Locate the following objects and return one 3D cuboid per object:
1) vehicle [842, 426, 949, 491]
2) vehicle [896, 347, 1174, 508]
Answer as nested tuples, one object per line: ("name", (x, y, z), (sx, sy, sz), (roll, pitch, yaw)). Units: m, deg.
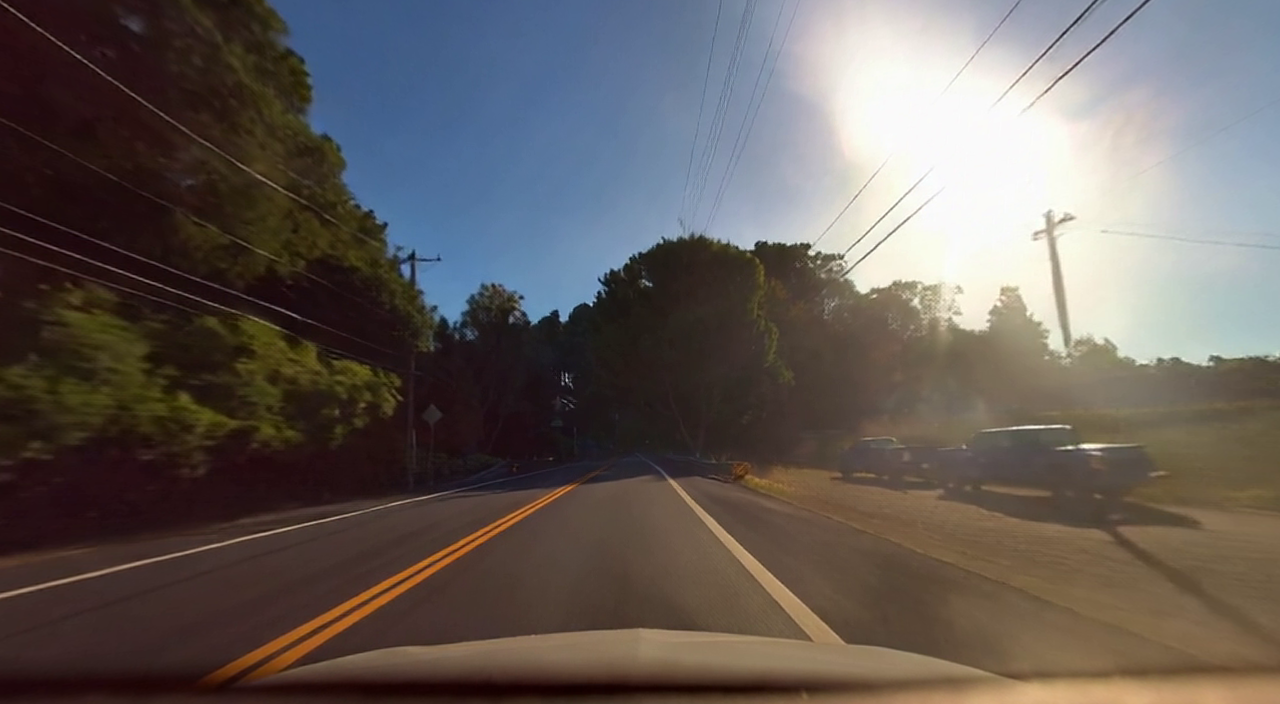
("vehicle", (12.158, 5.088, 30.785), (2.986, 2.613, 6.442), (-5, -8, 6))
("vehicle", (14.748, 3.479, 26.921), (3.172, 4.493, 18.371), (-2, -9, 10))
